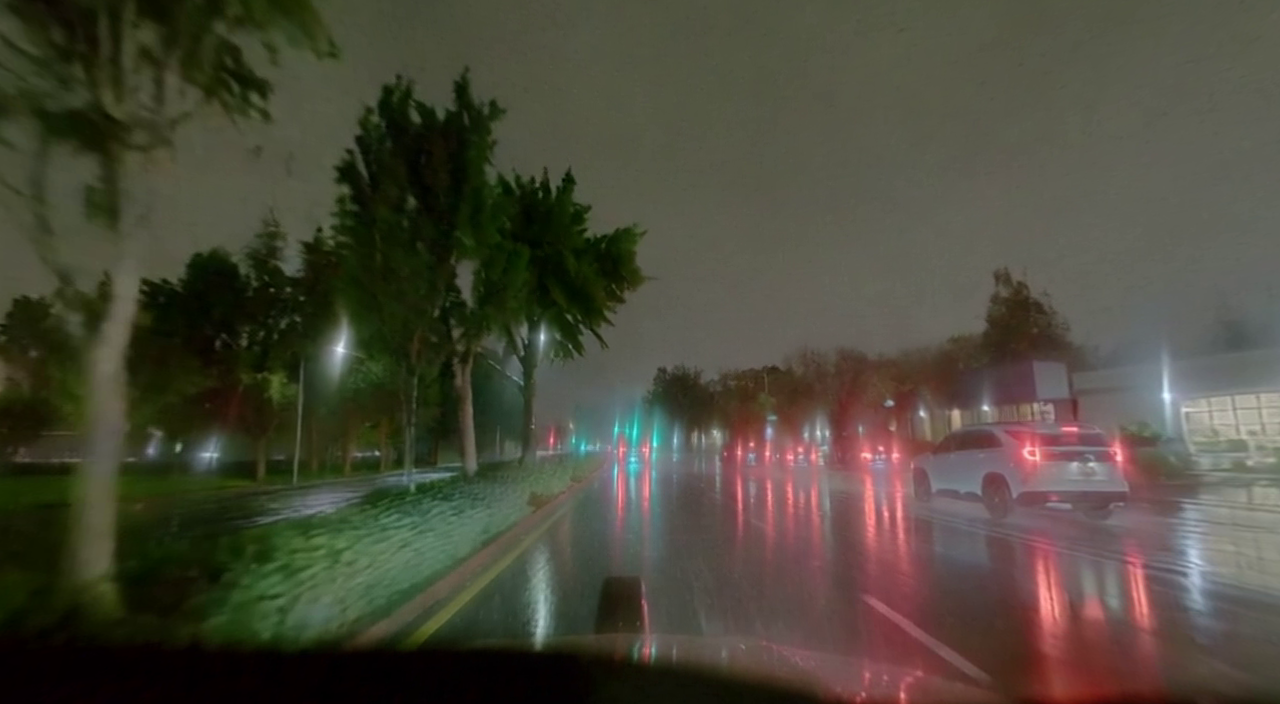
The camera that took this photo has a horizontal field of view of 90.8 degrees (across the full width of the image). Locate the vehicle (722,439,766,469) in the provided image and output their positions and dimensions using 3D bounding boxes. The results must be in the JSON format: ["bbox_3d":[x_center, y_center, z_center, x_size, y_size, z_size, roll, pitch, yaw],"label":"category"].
[{"bbox_3d":[6.591,6.527,40.590,1.955,1.845,4.538,0,-8,-1],"label":"vehicle"}]

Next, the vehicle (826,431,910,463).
[{"bbox_3d":[17.762,7.437,49.527,2.395,2.336,5.803,5,-10,-32],"label":"vehicle"}]

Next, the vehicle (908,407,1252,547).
[{"bbox_3d":[7.308,2.152,11.641,2.240,1.923,5.678,0,-8,0],"label":"vehicle"}]

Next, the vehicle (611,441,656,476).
[{"bbox_3d":[-0.325,5.113,30.515,2.037,1.568,3.693,0,-8,-1],"label":"vehicle"}]
